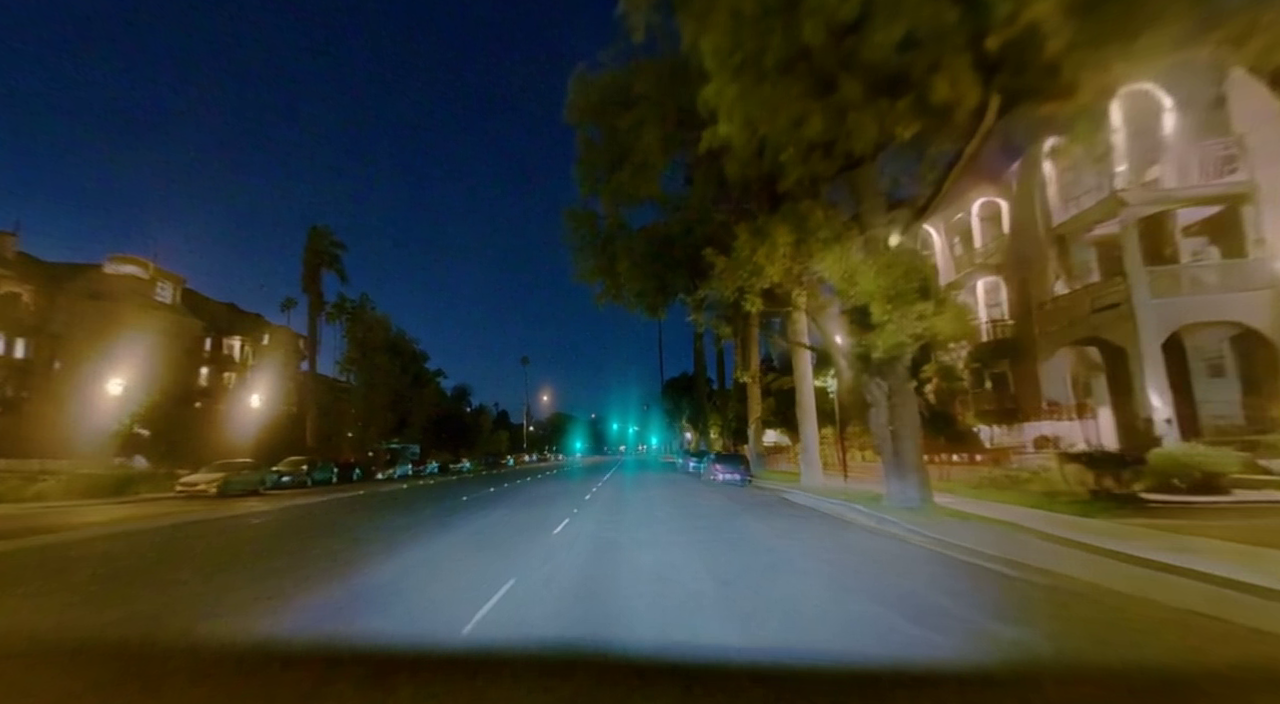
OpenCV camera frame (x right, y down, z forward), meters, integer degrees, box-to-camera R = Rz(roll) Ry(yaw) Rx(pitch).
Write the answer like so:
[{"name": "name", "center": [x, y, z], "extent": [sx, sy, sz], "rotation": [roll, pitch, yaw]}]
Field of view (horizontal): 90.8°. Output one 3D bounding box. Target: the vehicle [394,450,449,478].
[{"name": "vehicle", "center": [-13.722, 7.045, 39.975], "extent": [1.899, 1.474, 4.529], "rotation": [-1, -7, -1]}]

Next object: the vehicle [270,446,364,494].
[{"name": "vehicle", "center": [-13.693, 4.975, 27.111], "extent": [1.844, 1.764, 4.183], "rotation": [-1, -7, 0]}]

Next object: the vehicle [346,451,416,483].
[{"name": "vehicle", "center": [-13.753, 6.095, 33.794], "extent": [1.921, 1.498, 4.460], "rotation": [0, -7, -1]}]

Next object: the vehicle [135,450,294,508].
[{"name": "vehicle", "center": [-13.600, 4.028, 20.595], "extent": [2.131, 1.492, 4.310], "rotation": [-1, -7, 2]}]

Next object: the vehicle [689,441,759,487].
[{"name": "vehicle", "center": [3.435, 4.684, 26.833], "extent": [2.221, 1.718, 5.192], "rotation": [0, -9, 0]}]
